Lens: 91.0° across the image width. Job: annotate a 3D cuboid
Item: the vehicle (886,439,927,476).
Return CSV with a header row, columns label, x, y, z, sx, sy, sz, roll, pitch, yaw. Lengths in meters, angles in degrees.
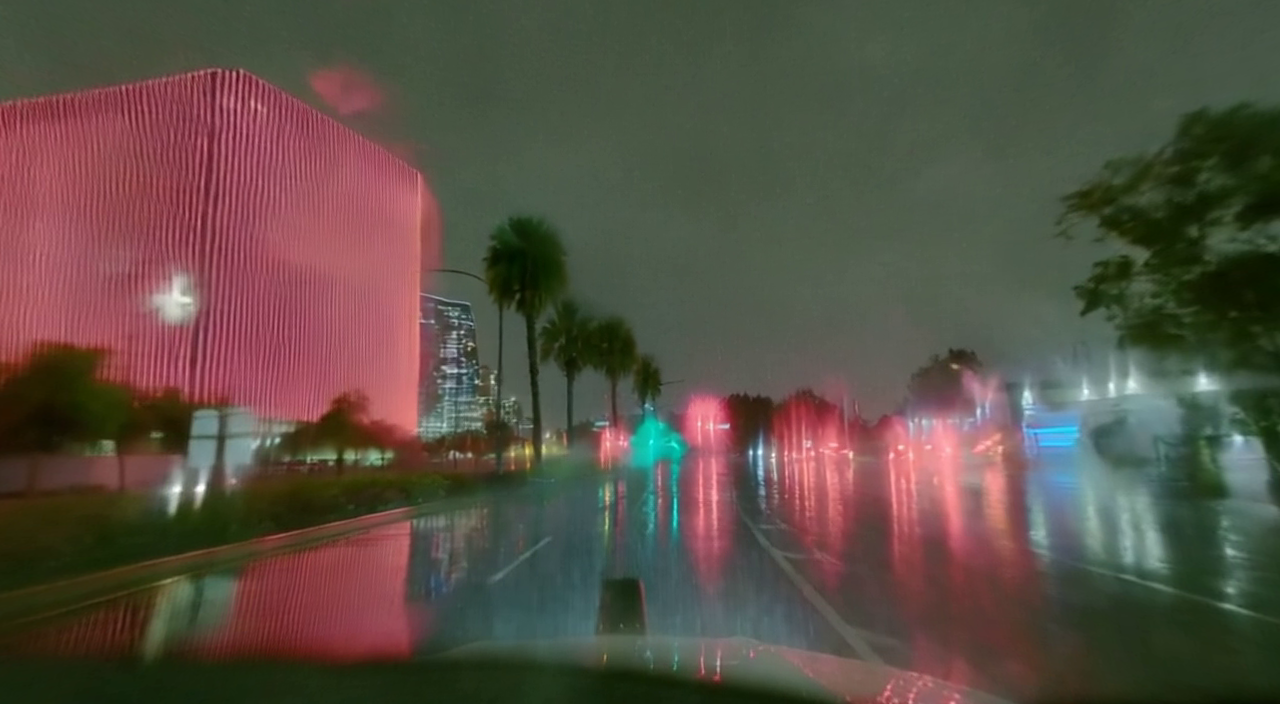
label,x,y,z,sx,sy,sz,roll,pitch,yaw
vehicle,18.010,7.168,42.664,2.219,2.342,1.744,-1,-11,13
